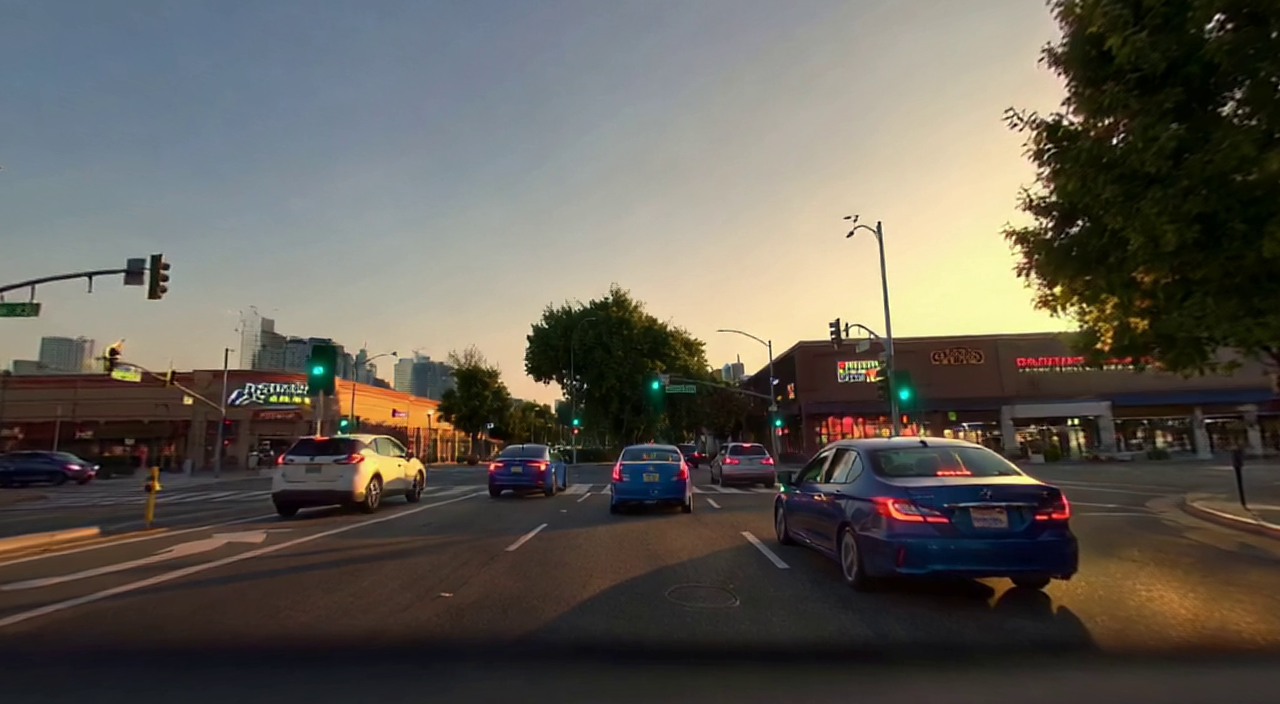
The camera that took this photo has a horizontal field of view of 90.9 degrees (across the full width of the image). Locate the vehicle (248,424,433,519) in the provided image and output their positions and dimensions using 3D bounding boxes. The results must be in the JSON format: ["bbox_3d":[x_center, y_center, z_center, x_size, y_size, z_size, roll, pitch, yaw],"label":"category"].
[{"bbox_3d":[-6.561,2.654,14.519,2.058,1.804,4.391,0,-8,0],"label":"vehicle"}]

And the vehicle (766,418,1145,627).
[{"bbox_3d":[2.733,1.562,6.760,1.946,1.513,4.133,0,-8,1],"label":"vehicle"}]

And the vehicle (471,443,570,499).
[{"bbox_3d":[-3.422,3.484,18.919,2.040,1.471,4.211,-1,-8,2],"label":"vehicle"}]

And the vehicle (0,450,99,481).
[{"bbox_3d":[-30.255,5.685,31.670,4.315,1.485,1.822,0,-8,-2],"label":"vehicle"}]

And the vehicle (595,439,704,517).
[{"bbox_3d":[0.217,2.719,14.140,2.070,1.460,4.118,0,-8,1],"label":"vehicle"}]

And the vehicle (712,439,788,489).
[{"bbox_3d":[3.709,3.863,22.058,1.931,1.552,4.125,0,-8,0],"label":"vehicle"}]
